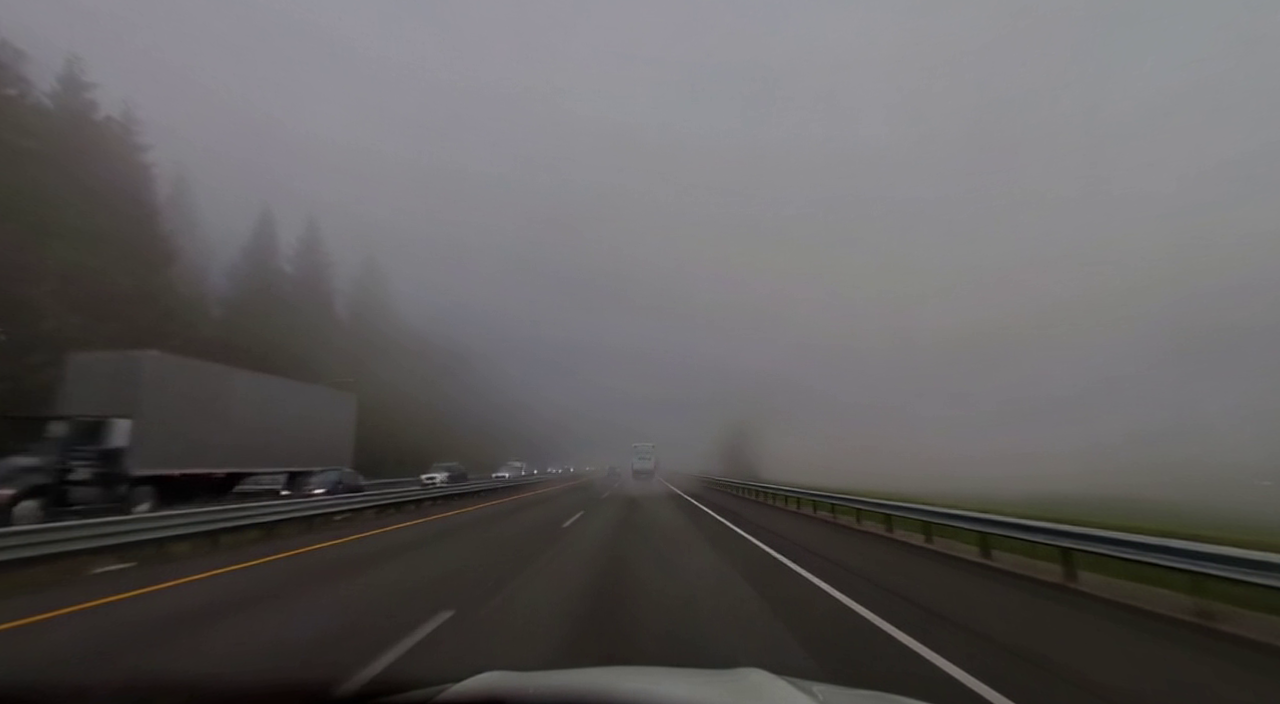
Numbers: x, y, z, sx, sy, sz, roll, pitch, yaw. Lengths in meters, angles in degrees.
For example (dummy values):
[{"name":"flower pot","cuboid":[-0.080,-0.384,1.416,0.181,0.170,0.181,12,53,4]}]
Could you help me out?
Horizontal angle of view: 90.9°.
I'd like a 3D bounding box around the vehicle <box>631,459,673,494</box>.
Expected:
[{"name":"vehicle","cuboid":[0.576,6.457,32.796,2.048,1.663,4.377,1,-10,0]}]
